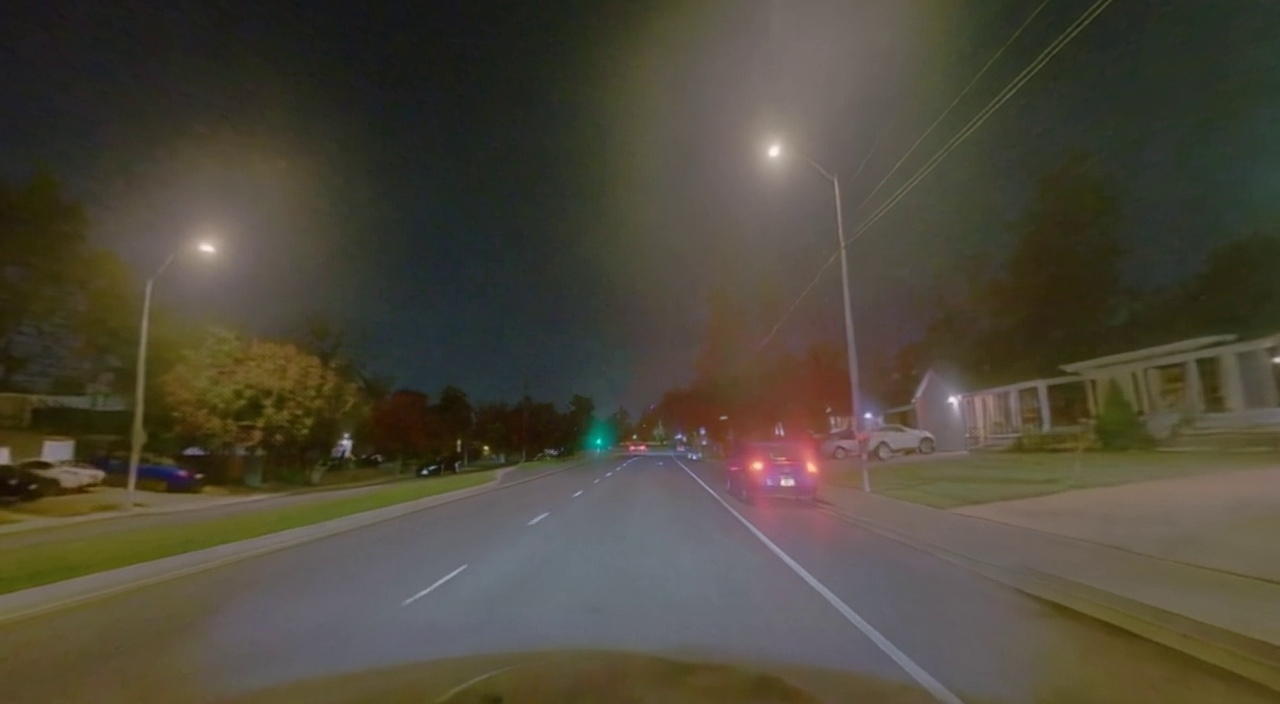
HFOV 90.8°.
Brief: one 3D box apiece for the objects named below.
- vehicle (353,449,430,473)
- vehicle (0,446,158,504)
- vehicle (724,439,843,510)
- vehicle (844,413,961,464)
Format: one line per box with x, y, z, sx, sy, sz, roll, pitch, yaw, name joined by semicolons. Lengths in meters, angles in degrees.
-19.366;8.489;49.347;5.044;1.782;2.152;-1;-8;3;vehicle
-21.265;4.482;23.285;4.912;1.936;2.355;2;-9;-2;vehicle
3.297;2.889;15.445;2.016;1.477;4.207;0;-8;2;vehicle
11.219;3.678;26.927;4.591;1.867;2.057;2;-10;-31;vehicle
